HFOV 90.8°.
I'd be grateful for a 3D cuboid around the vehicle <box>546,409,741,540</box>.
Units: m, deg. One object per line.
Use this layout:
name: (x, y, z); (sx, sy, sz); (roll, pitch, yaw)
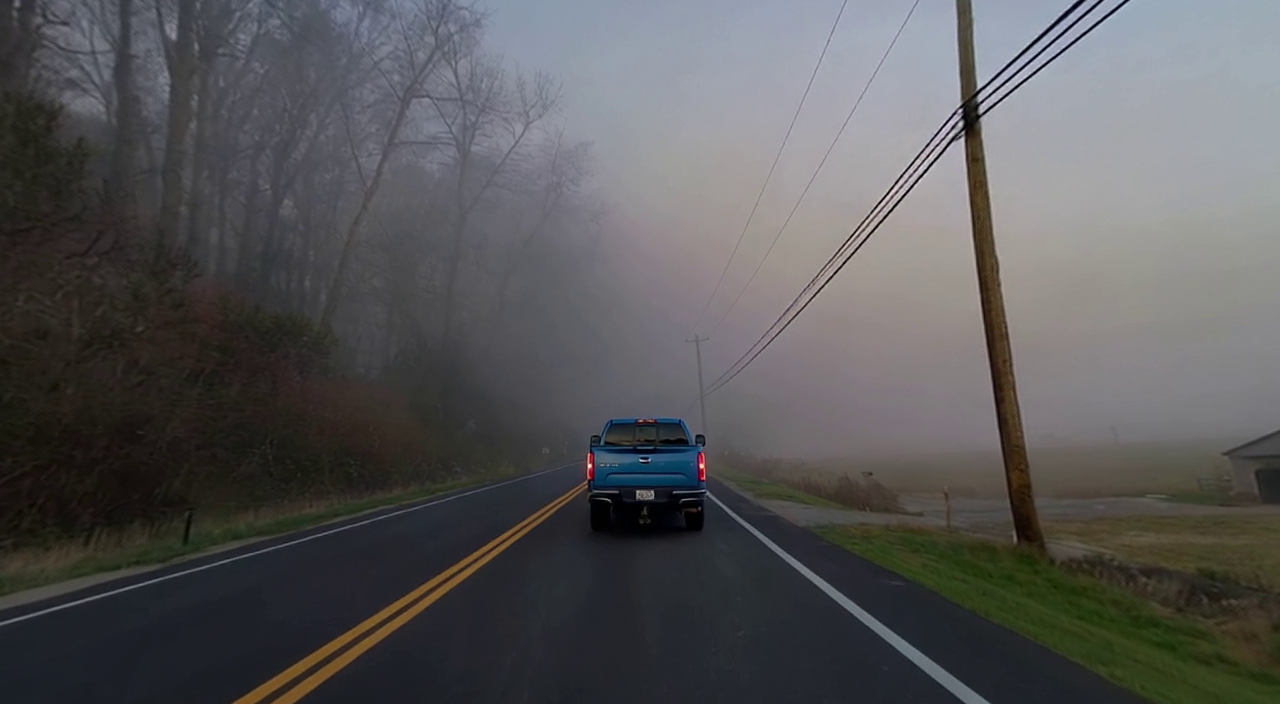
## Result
vehicle: (0.018, 2.186, 12.042); (2.774, 1.861, 5.885); (0, -8, -1)
